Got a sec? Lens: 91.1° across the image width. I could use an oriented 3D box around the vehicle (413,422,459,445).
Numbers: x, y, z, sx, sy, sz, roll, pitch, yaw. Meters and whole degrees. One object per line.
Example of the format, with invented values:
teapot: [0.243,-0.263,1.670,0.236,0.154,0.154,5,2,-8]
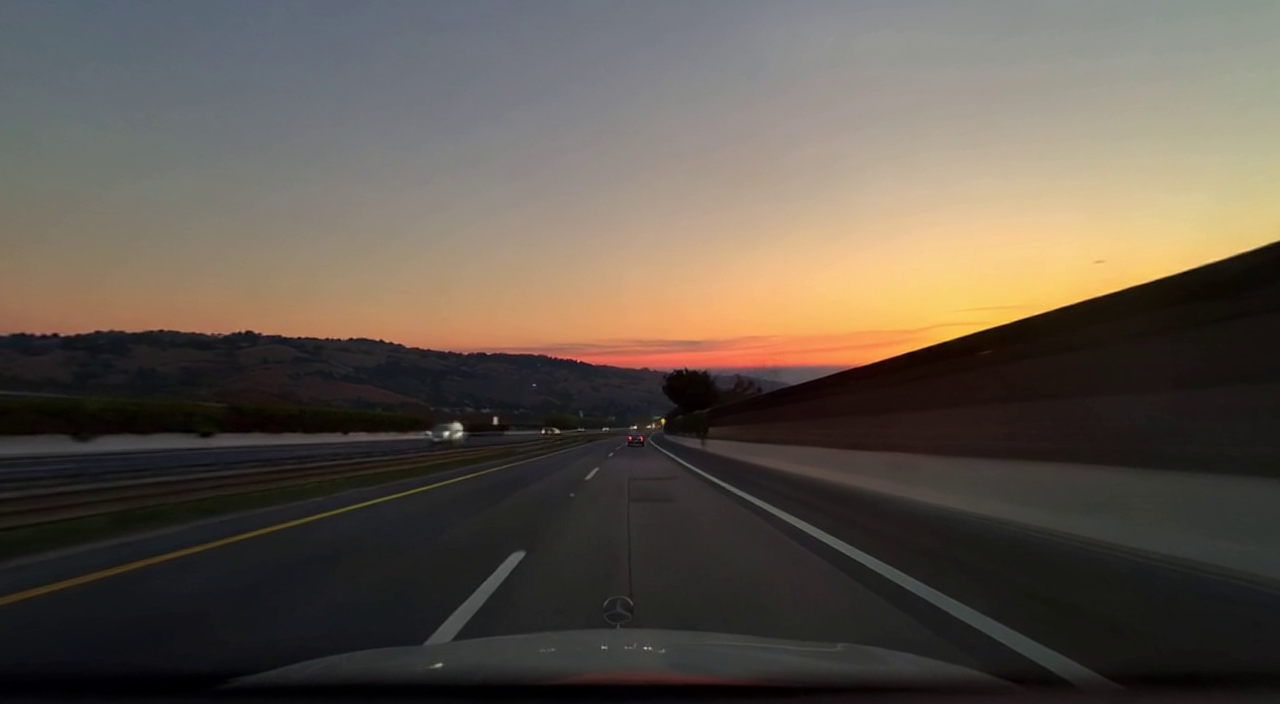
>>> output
vehicle: [-15.797,6.367,48.921,1.969,1.645,4.421,1,-8,2]
